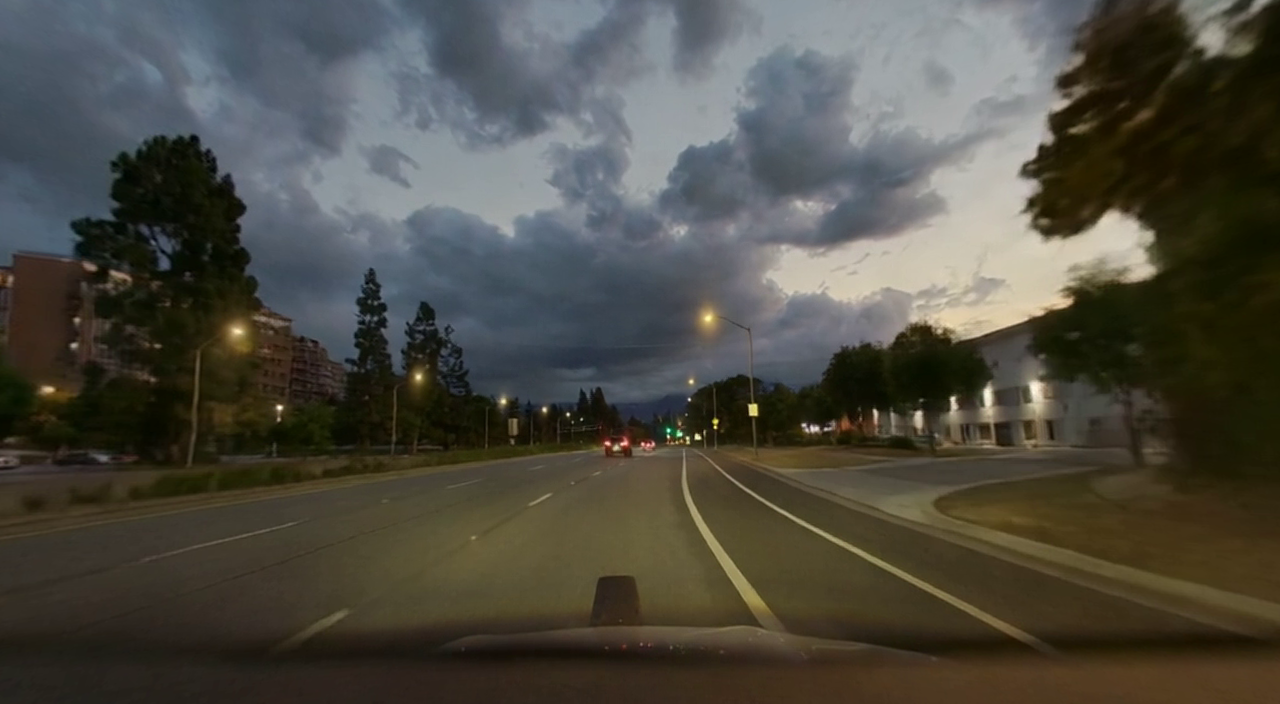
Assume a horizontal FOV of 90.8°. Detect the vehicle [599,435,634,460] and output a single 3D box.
[{"bbox_3d":[-1.598,6.750,44.724,2.121,1.654,3.993,-1,-8,4],"label":"vehicle"}]
